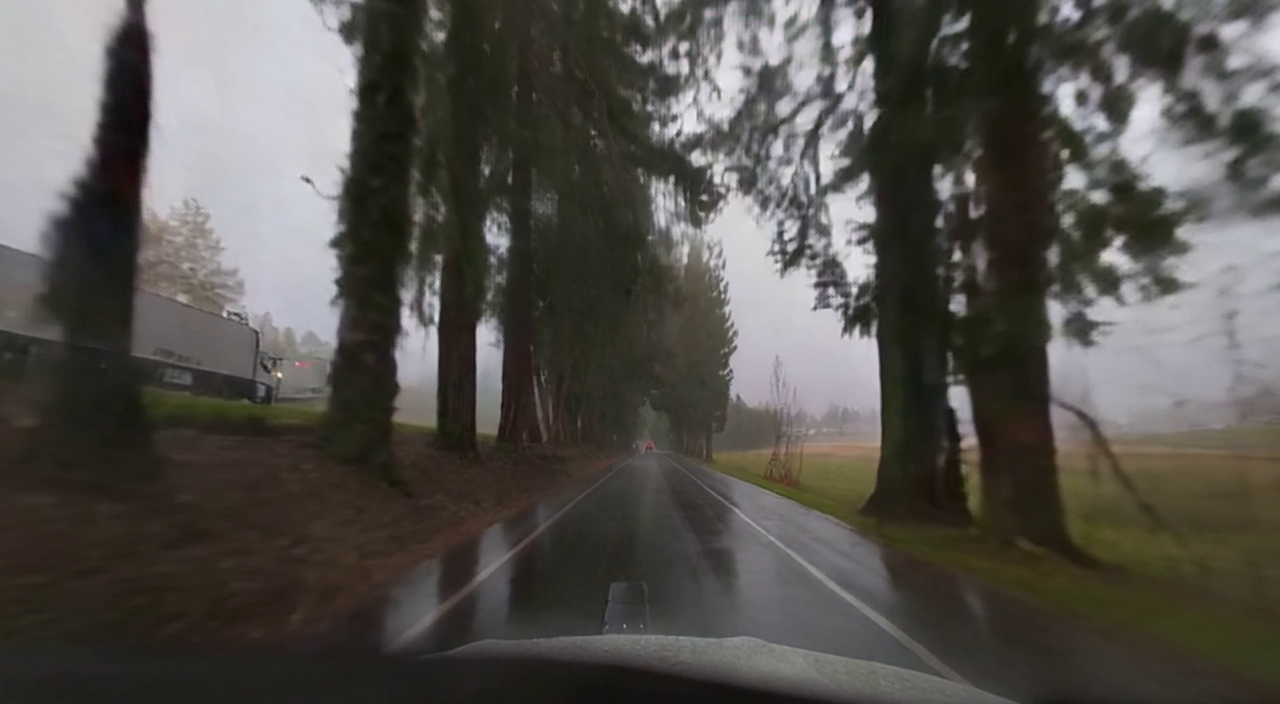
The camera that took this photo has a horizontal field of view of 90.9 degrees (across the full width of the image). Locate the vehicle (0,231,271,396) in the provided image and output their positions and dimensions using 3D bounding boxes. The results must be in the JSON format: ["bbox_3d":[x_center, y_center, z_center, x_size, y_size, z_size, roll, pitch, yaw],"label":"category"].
[{"bbox_3d":[-25.266,-0.962,31.138,3.314,4.163,16.558,-1,-11,3],"label":"vehicle"}]

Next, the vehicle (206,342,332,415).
[{"bbox_3d":[-24.070,1.878,41.640,3.022,4.324,8.607,-1,-4,1],"label":"vehicle"}]
